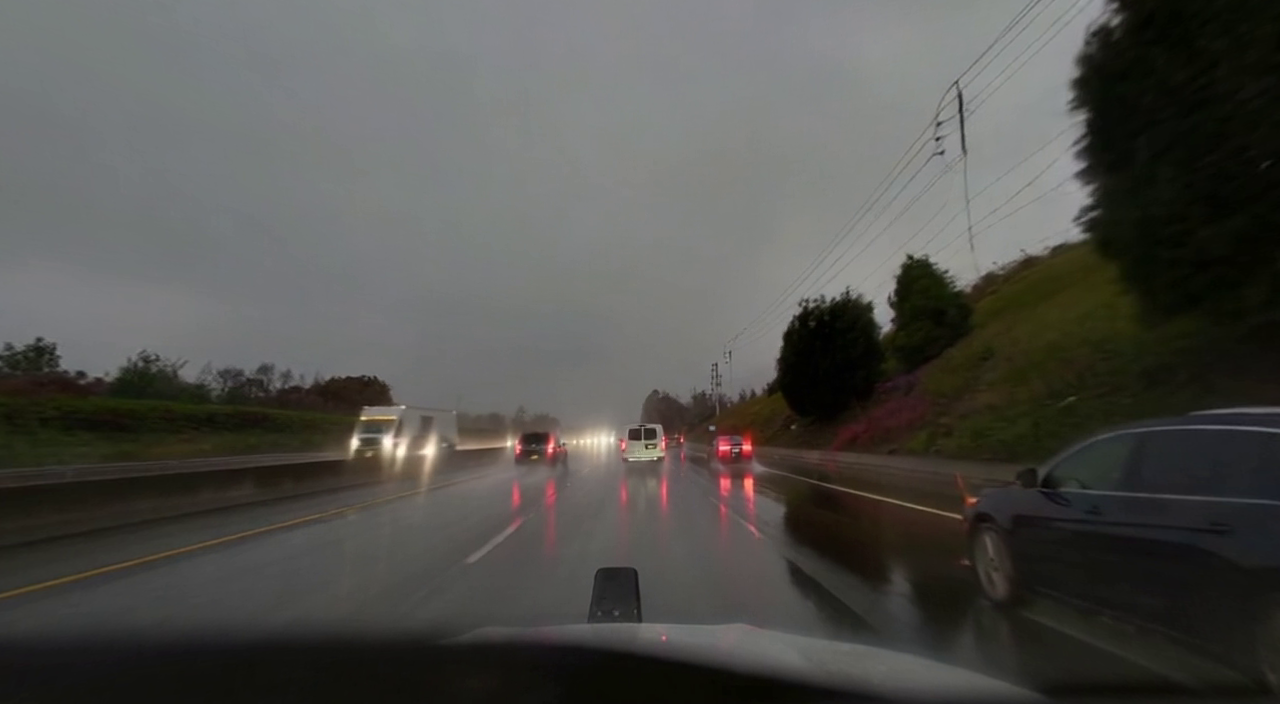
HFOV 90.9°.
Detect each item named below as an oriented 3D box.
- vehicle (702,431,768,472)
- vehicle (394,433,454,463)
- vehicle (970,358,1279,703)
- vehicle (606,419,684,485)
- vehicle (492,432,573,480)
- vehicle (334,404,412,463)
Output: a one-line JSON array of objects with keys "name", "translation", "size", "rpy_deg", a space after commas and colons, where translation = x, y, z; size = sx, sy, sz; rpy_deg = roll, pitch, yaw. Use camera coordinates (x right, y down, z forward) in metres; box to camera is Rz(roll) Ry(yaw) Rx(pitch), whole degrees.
[{"name": "vehicle", "translation": [3.890, 4.147, 26.706], "size": [1.923, 1.562, 4.691], "rpy_deg": [0, -8, -2]}, {"name": "vehicle", "translation": [-12.008, 5.340, 35.401], "size": [1.885, 1.554, 4.280], "rpy_deg": [0, -7, -1]}, {"name": "vehicle", "translation": [3.648, 0.910, 3.110], "size": [2.038, 1.621, 3.622], "rpy_deg": [0, -7, 0]}, {"name": "vehicle", "translation": [0.101, 3.074, 19.692], "size": [2.159, 1.811, 4.238], "rpy_deg": [0, -7, -1]}, {"name": "vehicle", "translation": [-3.697, 3.639, 22.583], "size": [2.093, 1.517, 4.648], "rpy_deg": [0, -7, 0]}, {"name": "vehicle", "translation": [-19.423, 5.977, 46.329], "size": [3.109, 3.990, 5.971], "rpy_deg": [0, -8, -1]}]
